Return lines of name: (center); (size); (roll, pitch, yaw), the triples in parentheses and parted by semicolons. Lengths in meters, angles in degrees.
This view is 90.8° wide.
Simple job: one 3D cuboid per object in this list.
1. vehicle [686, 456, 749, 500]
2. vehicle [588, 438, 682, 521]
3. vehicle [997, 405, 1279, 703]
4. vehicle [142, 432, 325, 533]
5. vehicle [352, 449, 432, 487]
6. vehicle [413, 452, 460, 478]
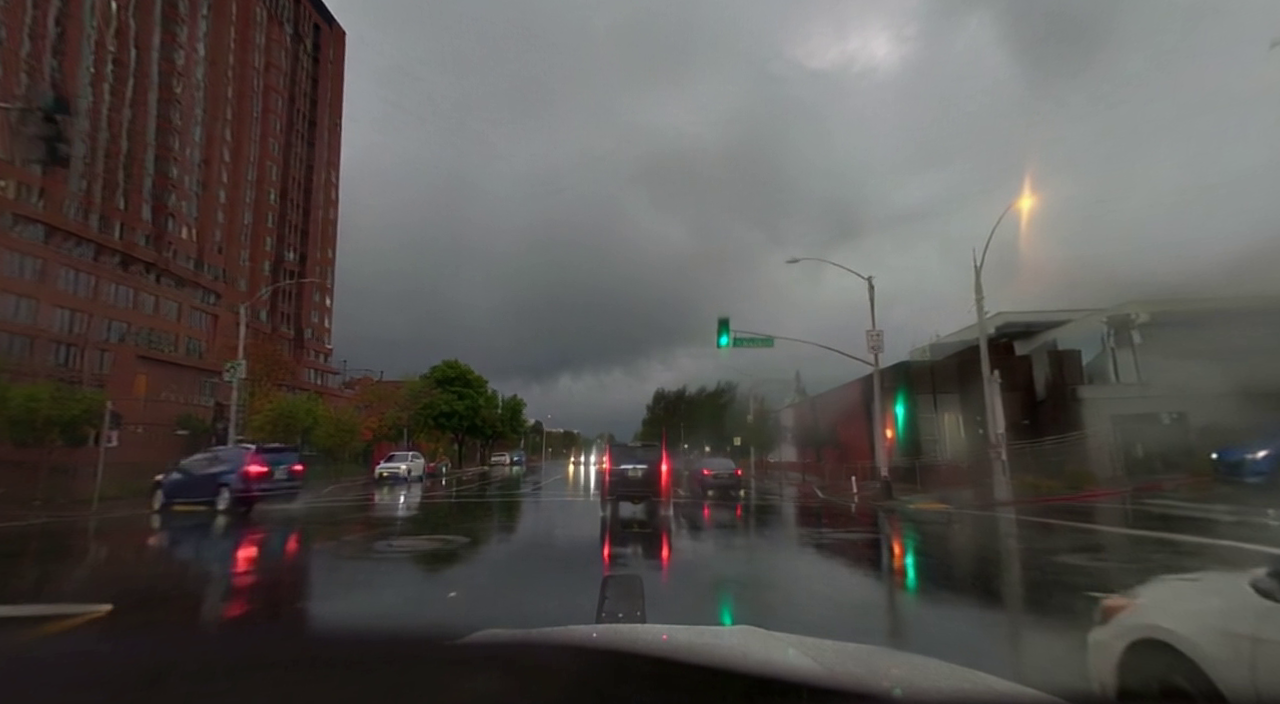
vehicle: (2.884, 4.799, 24.390); (1.852, 1.462, 4.155); (0, -9, -1)
vehicle: (-0.168, 3.216, 16.583); (2.105, 1.842, 4.537); (0, -9, -1)
vehicle: (3.226, 0.838, 1.488); (2.026, 1.499, 4.662); (0, -8, 0)
vehicle: (-8.782, 2.671, 13.543); (4.244, 1.812, 1.855); (-7, -11, 38)
vehicle: (-14.255, 6.669, 36.763); (2.191, 2.011, 5.556); (0, -8, 2)
vehicle: (-14.273, 7.917, 44.594); (1.891, 1.659, 4.360); (0, -9, 0)
